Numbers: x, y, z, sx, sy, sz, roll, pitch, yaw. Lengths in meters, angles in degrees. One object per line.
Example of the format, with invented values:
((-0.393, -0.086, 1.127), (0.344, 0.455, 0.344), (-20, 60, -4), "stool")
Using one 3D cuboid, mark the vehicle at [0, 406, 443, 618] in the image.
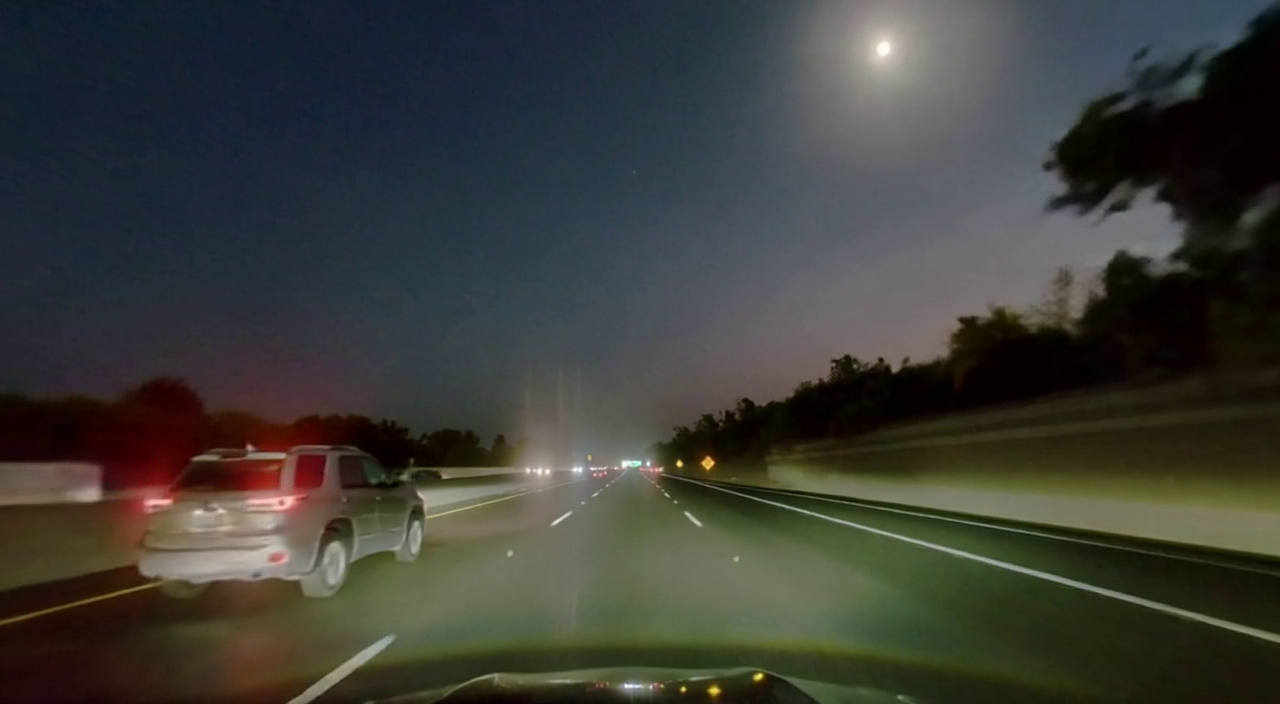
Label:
((-4.308, 1.783, 7.781), (2.178, 1.736, 4.847), (1, -10, 0), "vehicle")
